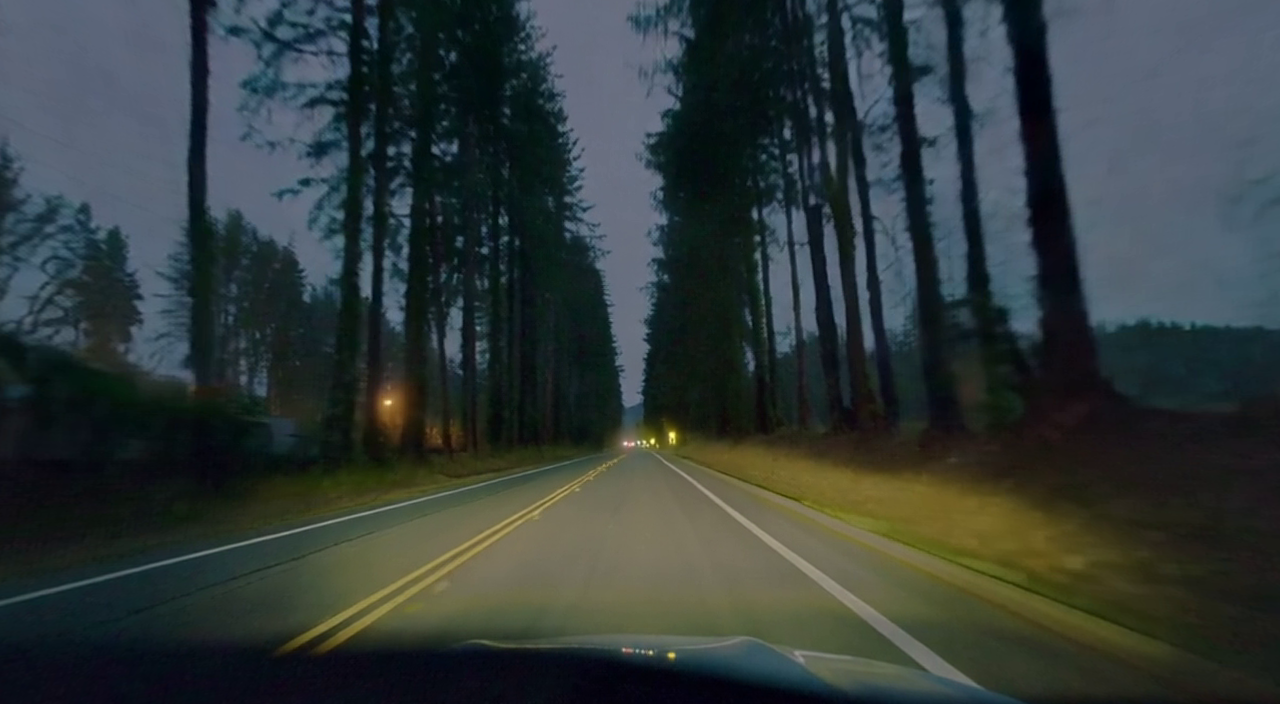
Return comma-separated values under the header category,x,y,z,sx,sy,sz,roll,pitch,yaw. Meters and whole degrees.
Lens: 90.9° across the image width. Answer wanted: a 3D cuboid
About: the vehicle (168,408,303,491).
category,x,y,z,sx,sy,sz,roll,pitch,yaw
vehicle,-23.132,5.634,36.625,3.118,4.309,6.820,0,-8,0
